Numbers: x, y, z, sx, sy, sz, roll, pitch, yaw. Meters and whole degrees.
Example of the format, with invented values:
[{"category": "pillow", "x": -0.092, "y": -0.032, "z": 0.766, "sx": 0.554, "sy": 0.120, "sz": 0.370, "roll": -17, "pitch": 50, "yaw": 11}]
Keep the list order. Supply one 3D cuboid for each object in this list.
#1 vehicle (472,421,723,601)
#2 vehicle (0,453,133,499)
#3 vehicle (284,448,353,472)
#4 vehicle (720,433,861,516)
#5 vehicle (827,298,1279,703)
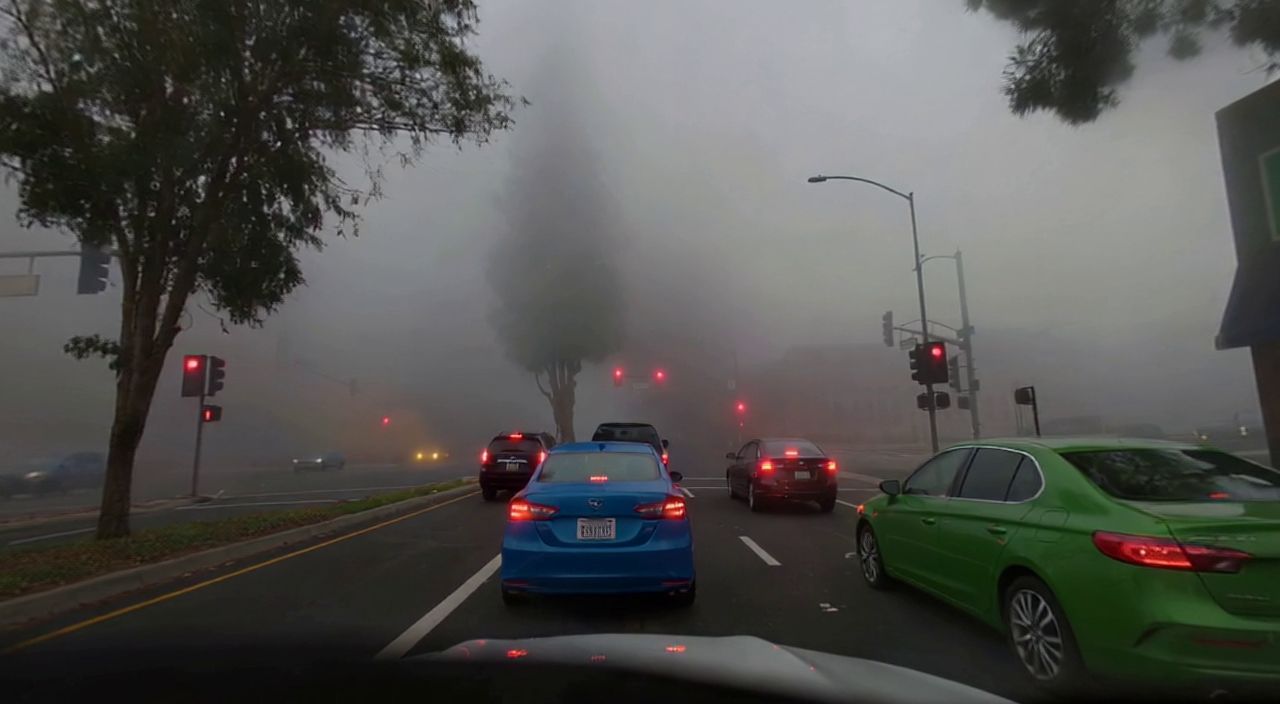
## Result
[{"category": "vehicle", "x": -0.383, "y": 1.651, "z": 7.404, "sx": 2.143, "sy": 1.520, "sz": 3.848, "roll": 0, "pitch": -8, "yaw": -1}, {"category": "vehicle", "x": -21.883, "y": 4.600, "z": 23.828, "sx": 1.863, "sy": 1.496, "sz": 4.389, "roll": 0, "pitch": -8, "yaw": -1}, {"category": "vehicle", "x": -21.660, "y": 7.278, "z": 42.825, "sx": 2.091, "sy": 1.534, "sz": 4.846, "roll": 0, "pitch": -8, "yaw": 0}, {"category": "vehicle", "x": 3.148, "y": 2.667, "z": 14.328, "sx": 2.026, "sy": 1.549, "sz": 4.559, "roll": 0, "pitch": -8, "yaw": -1}, {"category": "vehicle", "x": 3.572, "y": 1.104, "z": 5.050, "sx": 2.572, "sy": 1.945, "sz": 5.065, "roll": 0, "pitch": -8, "yaw": 0}]
